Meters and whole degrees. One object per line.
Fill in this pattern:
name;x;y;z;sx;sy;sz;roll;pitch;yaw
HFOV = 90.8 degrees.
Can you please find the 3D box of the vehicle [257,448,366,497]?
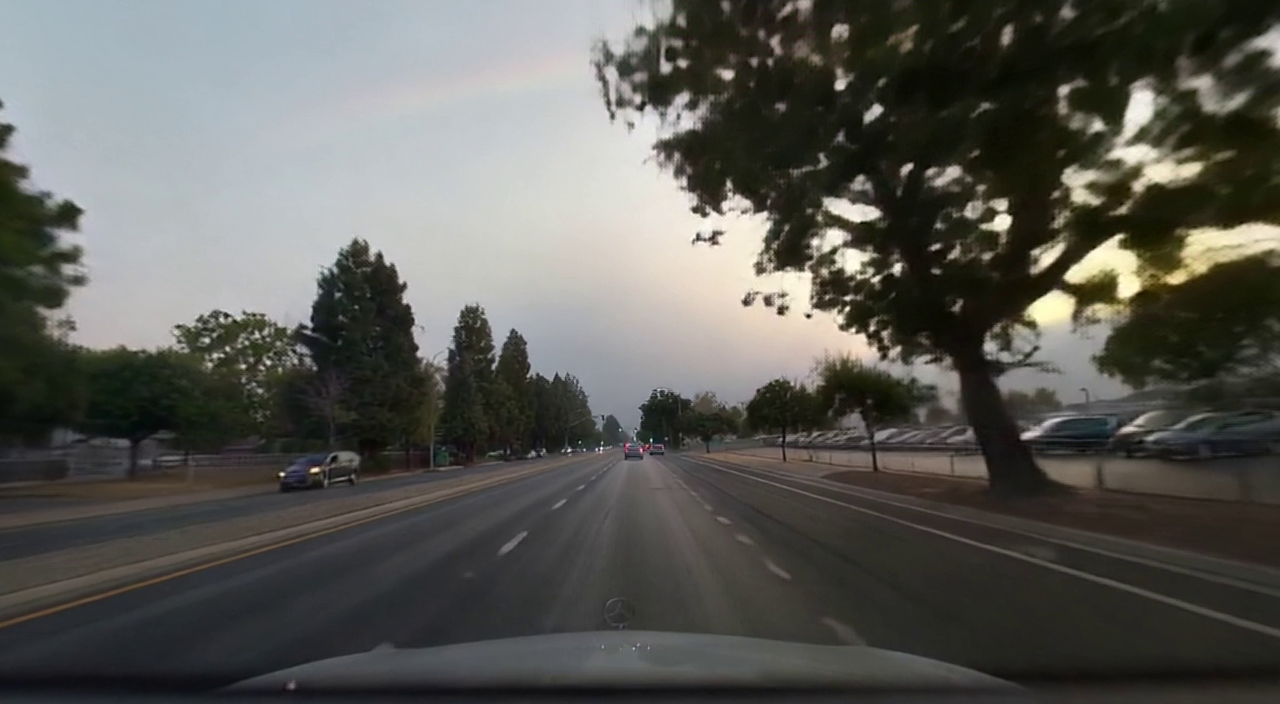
vehicle;-14.671;5.349;28.641;2.055;1.742;5.503;-4;-8;0
